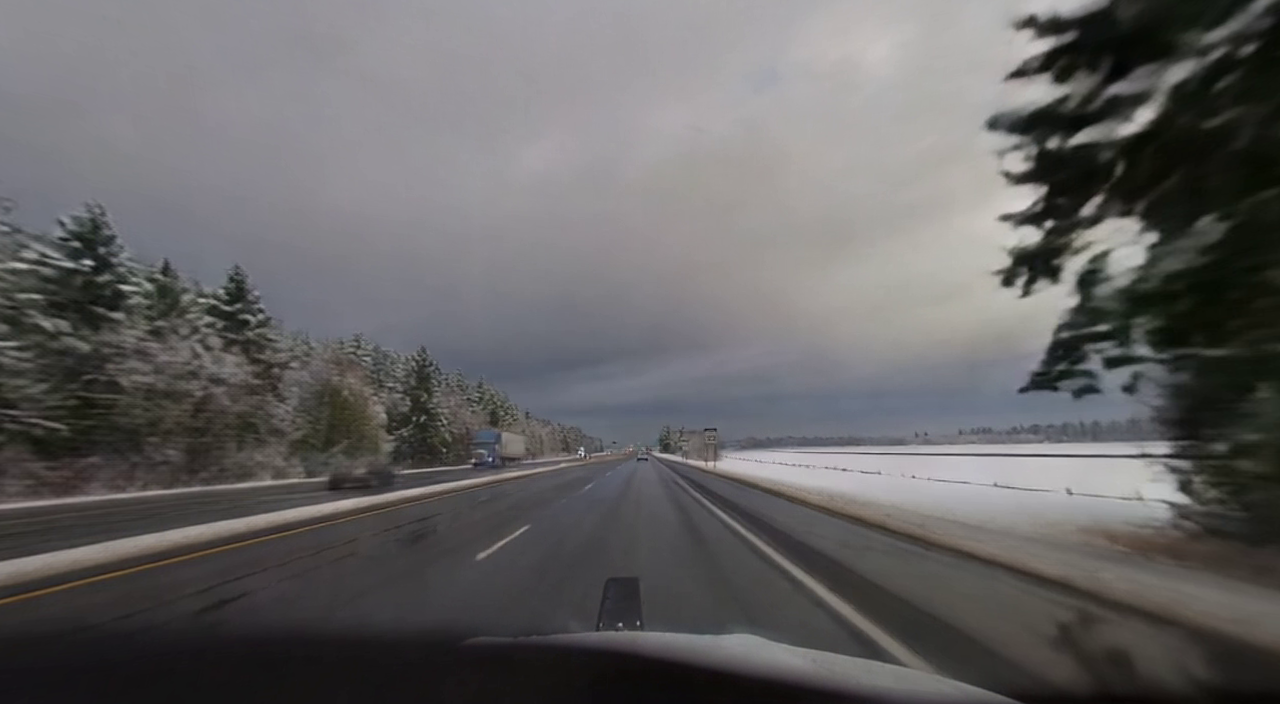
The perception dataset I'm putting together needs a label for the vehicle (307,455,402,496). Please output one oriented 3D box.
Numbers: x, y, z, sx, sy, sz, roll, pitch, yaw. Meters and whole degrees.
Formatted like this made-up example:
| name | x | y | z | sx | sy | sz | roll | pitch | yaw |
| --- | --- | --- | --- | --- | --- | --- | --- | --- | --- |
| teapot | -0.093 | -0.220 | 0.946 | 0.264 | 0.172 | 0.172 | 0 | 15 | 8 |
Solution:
| name | x | y | z | sx | sy | sz | roll | pitch | yaw |
| --- | --- | --- | --- | --- | --- | --- | --- | --- | --- |
| vehicle | -11.840 | 5.137 | 26.490 | 2.091 | 1.567 | 3.917 | 0 | -9 | 0 |
